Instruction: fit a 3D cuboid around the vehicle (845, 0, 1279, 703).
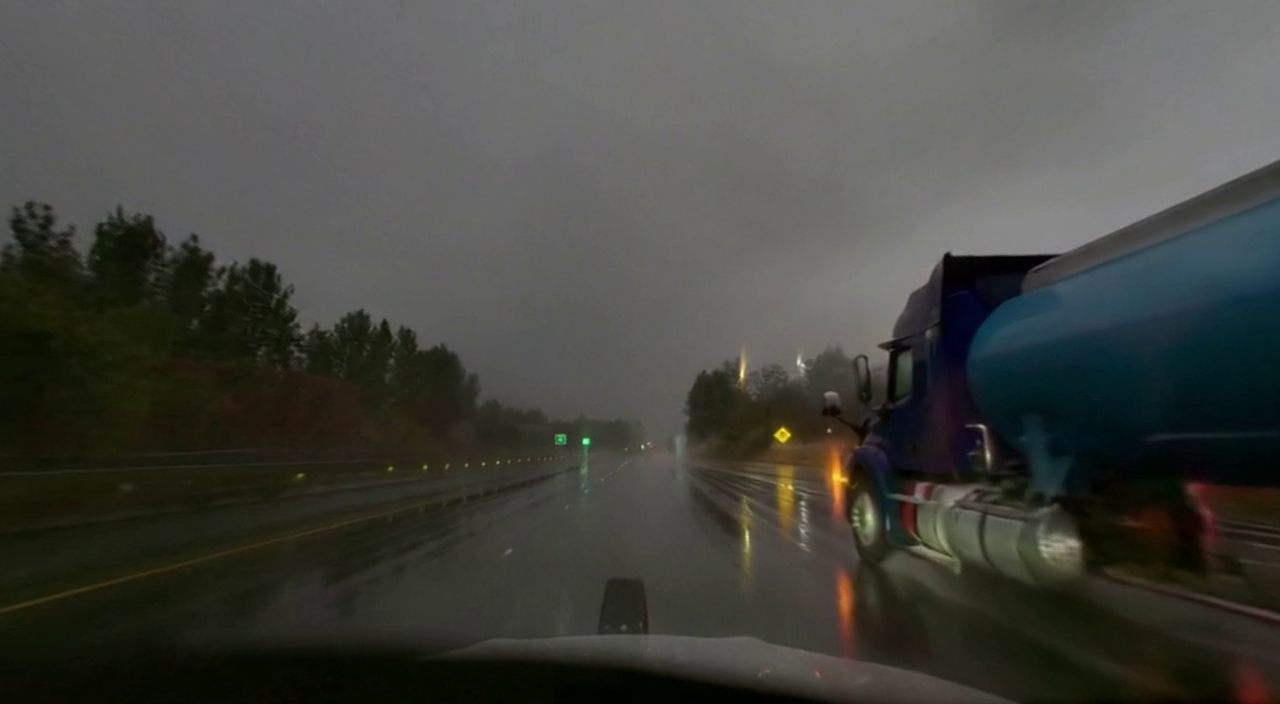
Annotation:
[{"bbox_3d":[3.816,-0.002,2.747,3.034,3.651,8.256,0,-9,0],"label":"vehicle"}]
